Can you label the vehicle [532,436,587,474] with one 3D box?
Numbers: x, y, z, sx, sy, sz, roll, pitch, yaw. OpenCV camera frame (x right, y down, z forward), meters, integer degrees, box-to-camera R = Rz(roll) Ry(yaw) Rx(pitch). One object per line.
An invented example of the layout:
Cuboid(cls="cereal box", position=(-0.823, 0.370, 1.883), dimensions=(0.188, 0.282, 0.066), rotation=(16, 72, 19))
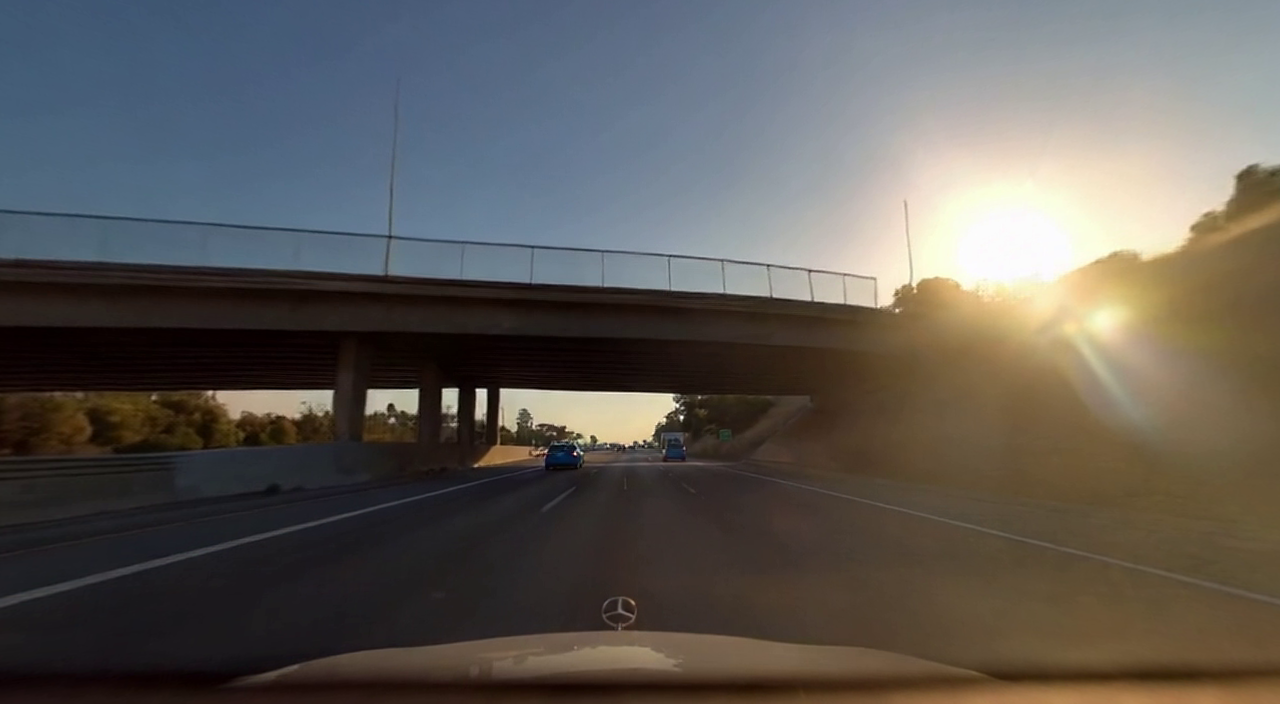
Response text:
Cuboid(cls="vehicle", position=(-4.040, 5.288, 32.556), dimensions=(2.205, 1.773, 5.124), rotation=(0, -9, 0))
